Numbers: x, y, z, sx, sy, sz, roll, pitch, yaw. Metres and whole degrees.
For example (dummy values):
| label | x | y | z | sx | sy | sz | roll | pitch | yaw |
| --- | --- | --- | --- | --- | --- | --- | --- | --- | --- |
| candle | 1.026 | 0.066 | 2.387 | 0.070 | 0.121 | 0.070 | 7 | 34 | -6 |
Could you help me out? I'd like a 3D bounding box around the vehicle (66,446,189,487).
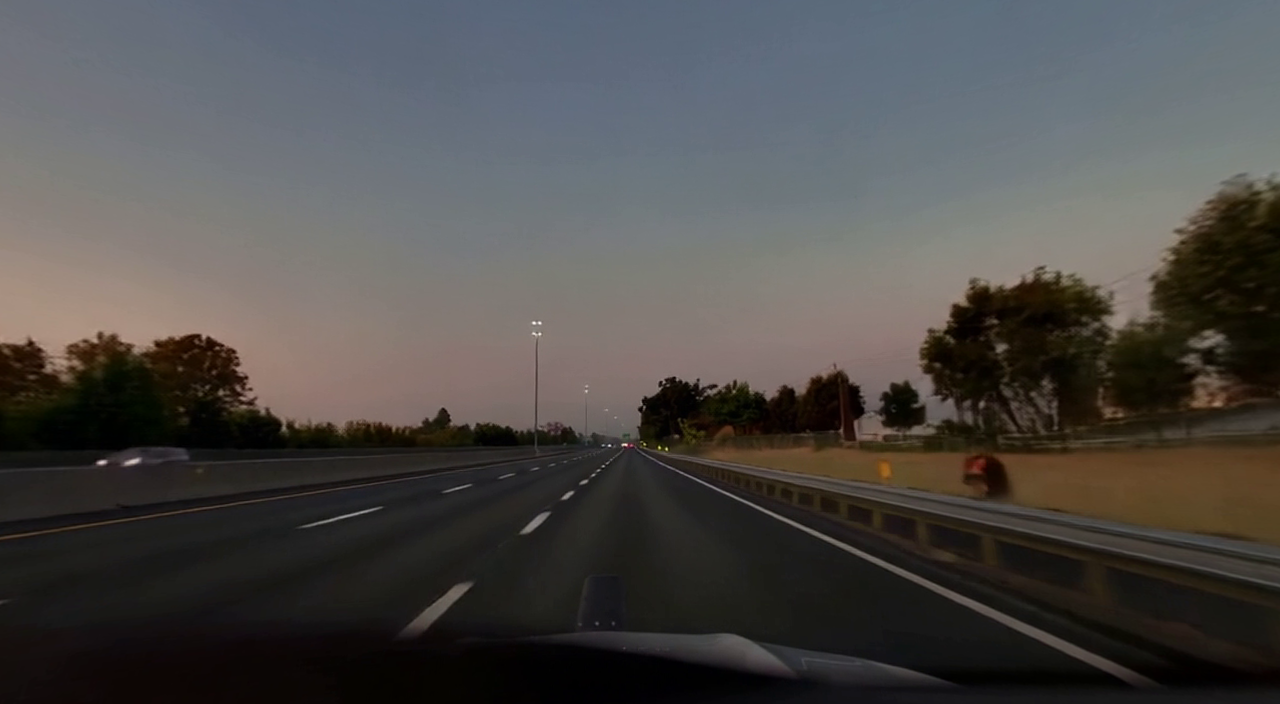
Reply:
| label | x | y | z | sx | sy | sz | roll | pitch | yaw |
| --- | --- | --- | --- | --- | --- | --- | --- | --- | --- |
| vehicle | -21.846 | 4.876 | 27.065 | 1.812 | 1.593 | 4.308 | 0 | -9 | -3 |
